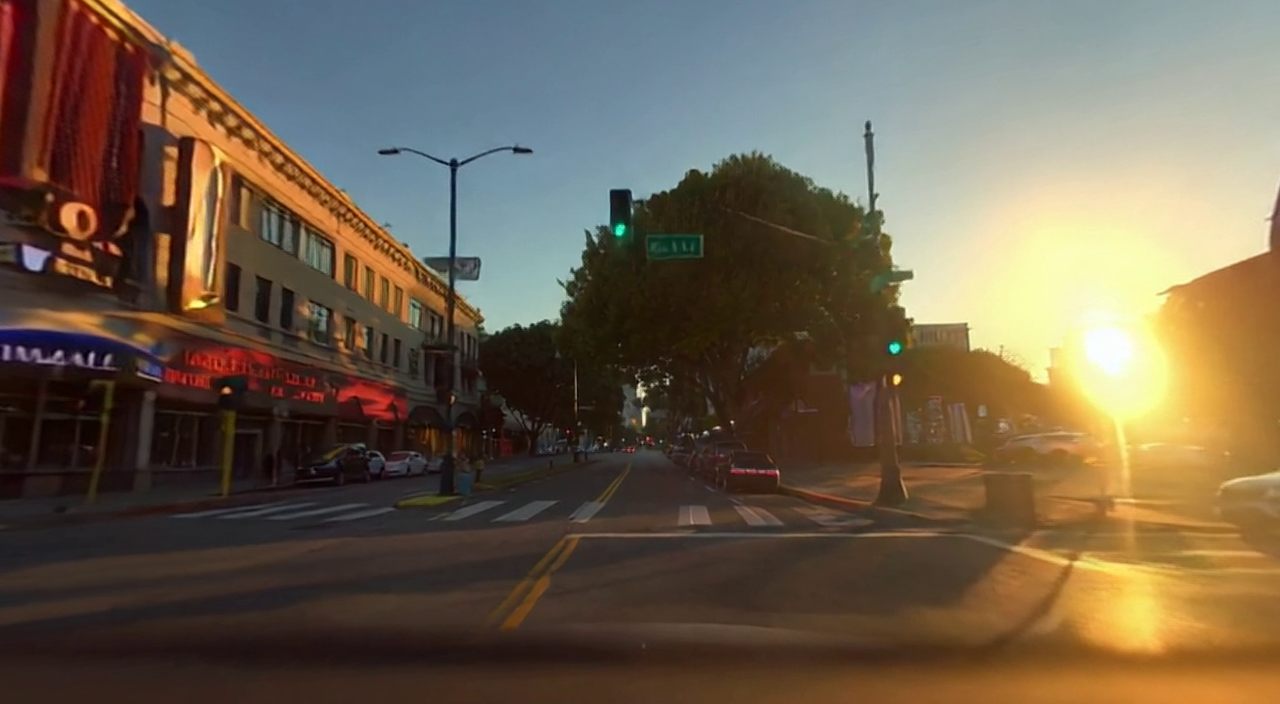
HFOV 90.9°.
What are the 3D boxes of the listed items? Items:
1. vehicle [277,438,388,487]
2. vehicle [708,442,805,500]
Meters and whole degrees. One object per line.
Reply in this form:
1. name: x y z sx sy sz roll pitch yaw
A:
1. vehicle: -12.403 4.380 25.336 4.447 1.790 2.206 -7 -11 38
2. vehicle: 3.422 3.581 19.421 2.120 1.560 4.402 0 -8 0
